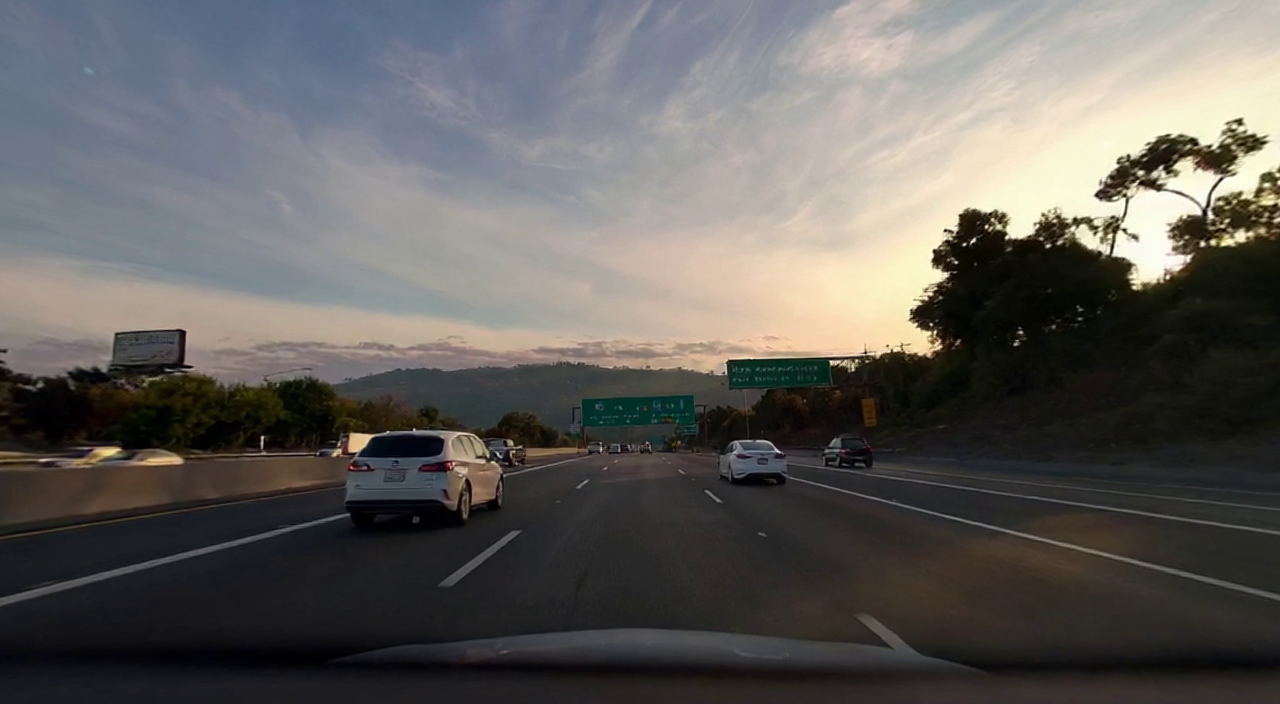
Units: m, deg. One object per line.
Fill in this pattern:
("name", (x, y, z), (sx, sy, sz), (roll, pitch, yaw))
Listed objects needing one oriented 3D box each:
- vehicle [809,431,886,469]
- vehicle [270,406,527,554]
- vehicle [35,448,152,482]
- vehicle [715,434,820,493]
("vehicle", (11.175, 5.326, 34.524), (2.223, 1.865, 5.704), (0, -8, -1))
("vehicle", (-3.281, 1.858, 9.833), (2.193, 1.746, 4.512), (0, -8, 0))
("vehicle", (-26.675, 5.494, 31.023), (1.831, 1.479, 4.309), (0, -8, 1))
("vehicle", (3.700, 3.341, 19.292), (2.107, 1.550, 4.949), (0, -8, -1))
